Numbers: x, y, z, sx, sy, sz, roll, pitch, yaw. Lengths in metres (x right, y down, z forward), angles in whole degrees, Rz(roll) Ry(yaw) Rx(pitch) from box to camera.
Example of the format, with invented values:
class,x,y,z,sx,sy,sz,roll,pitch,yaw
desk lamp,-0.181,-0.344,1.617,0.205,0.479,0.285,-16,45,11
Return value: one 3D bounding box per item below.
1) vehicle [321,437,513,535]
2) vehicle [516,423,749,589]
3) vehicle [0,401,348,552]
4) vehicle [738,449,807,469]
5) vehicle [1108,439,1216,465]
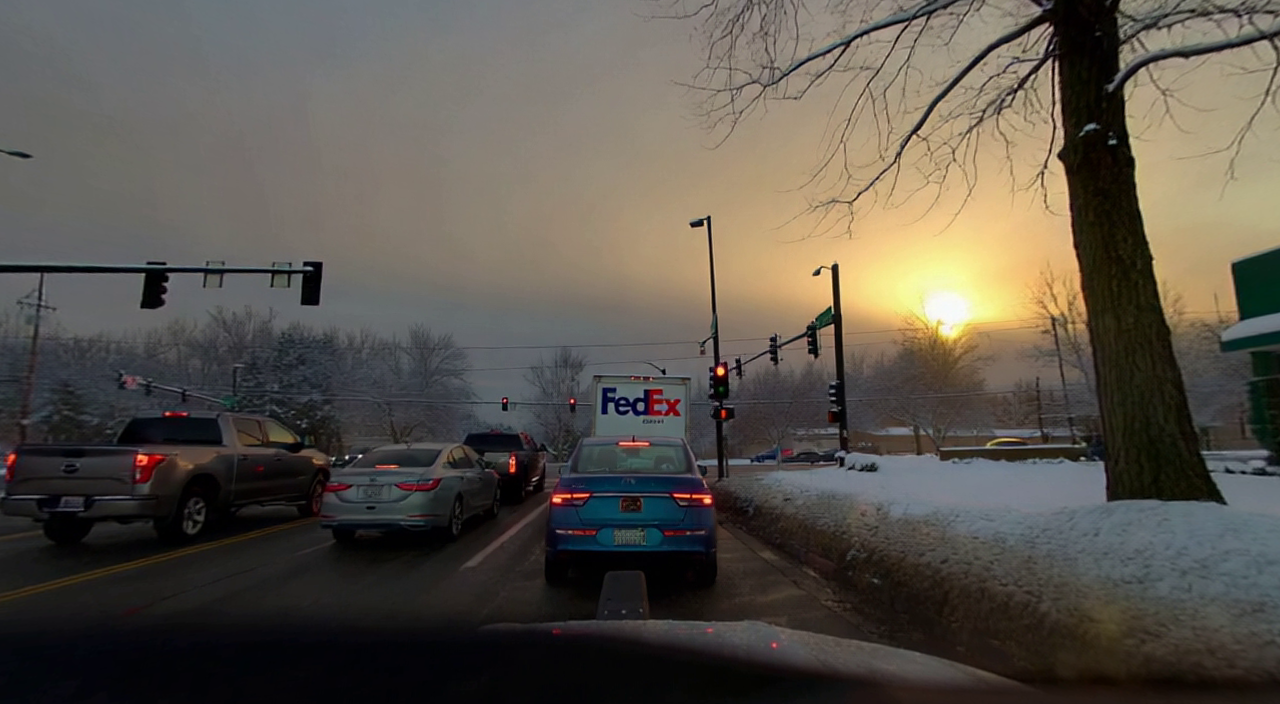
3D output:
class,x,y,z,sx,sy,sz,roll,pitch,yaw
vehicle,-3.892,2.396,11.918,1.949,1.487,4.390,0,-9,1
vehicle,-0.074,1.745,7.985,2.145,1.513,4.269,0,-9,0
vehicle,-7.304,1.980,10.720,2.125,1.893,5.498,0,-9,-2
vehicle,10.213,8.287,48.642,4.841,1.494,1.829,1,-9,-5
vehicle,31.138,5.970,37.515,4.794,1.481,1.968,1,-9,-3
